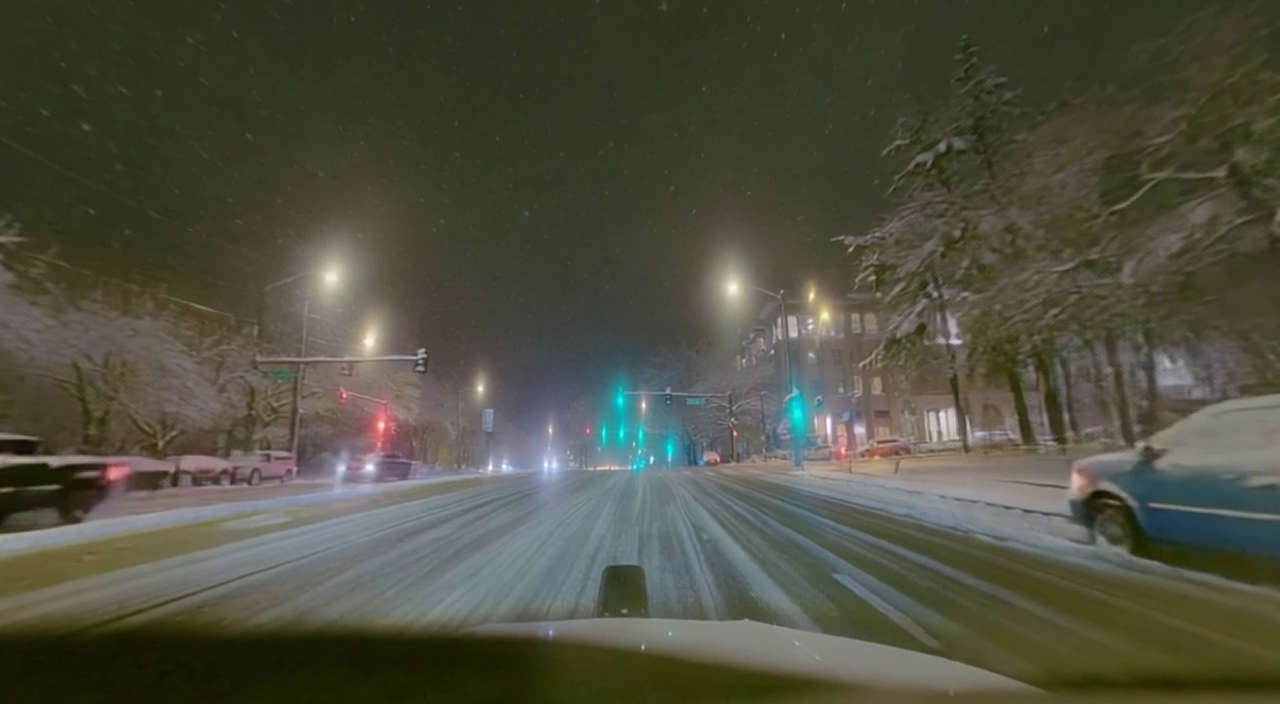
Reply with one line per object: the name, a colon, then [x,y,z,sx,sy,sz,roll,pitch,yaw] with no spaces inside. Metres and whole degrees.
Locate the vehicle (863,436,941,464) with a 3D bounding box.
vehicle: [17.538,6.594,42.438,4.329,1.502,2.122,-3,-4,6]

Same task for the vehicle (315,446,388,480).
vehicle: [-15.741,6.054,34.664,1.945,1.737,4.358,0,-8,0]

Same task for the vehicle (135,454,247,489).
vehicle: [-22.640,6.003,32.112,1.838,1.526,5.104,-1,-8,2]

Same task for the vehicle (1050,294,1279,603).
vehicle: [6.966,0.798,5.228,2.391,2.750,6.853,0,-8,-1]

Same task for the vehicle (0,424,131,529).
vehicle: [-12.226,2.185,11.104,2.419,1.787,4.859,0,-8,0]

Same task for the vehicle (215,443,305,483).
vehicle: [-22.479,6.626,37.605,2.073,2.101,5.177,-4,-10,1]
